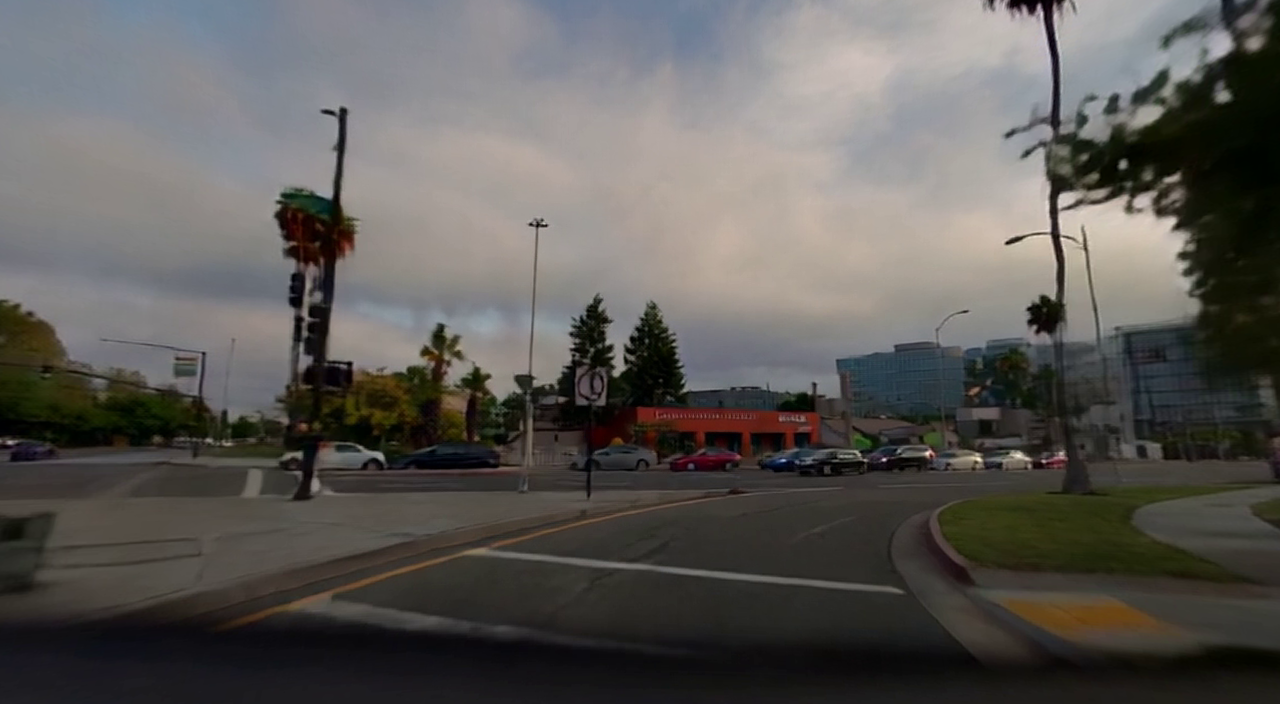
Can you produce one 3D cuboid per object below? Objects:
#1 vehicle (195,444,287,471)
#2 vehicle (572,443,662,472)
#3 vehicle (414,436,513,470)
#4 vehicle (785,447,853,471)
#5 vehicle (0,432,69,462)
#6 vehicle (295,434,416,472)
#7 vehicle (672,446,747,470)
[{"bbox_3d":[-23.388,6.226,37.000,4.389,1.502,1.794,5,-10,-30],"label":"vehicle"},{"bbox_3d":[-1.350,6.351,37.690,5.112,1.593,1.865,5,-12,-29],"label":"vehicle"},{"bbox_3d":[-9.296,5.323,33.202,4.713,1.664,1.909,4,-11,-30],"label":"vehicle"},{"bbox_3d":[12.088,7.191,42.359,4.356,1.543,1.844,6,-10,-30],"label":"vehicle"},{"bbox_3d":[-38.867,6.122,40.336,2.114,1.784,4.450,5,-10,-30],"label":"vehicle"},{"bbox_3d":[-12.622,4.530,27.931,4.648,1.501,1.862,7,-11,-29],"label":"vehicle"},{"bbox_3d":[4.612,6.988,41.347,4.774,1.493,1.854,6,-10,-30],"label":"vehicle"}]
